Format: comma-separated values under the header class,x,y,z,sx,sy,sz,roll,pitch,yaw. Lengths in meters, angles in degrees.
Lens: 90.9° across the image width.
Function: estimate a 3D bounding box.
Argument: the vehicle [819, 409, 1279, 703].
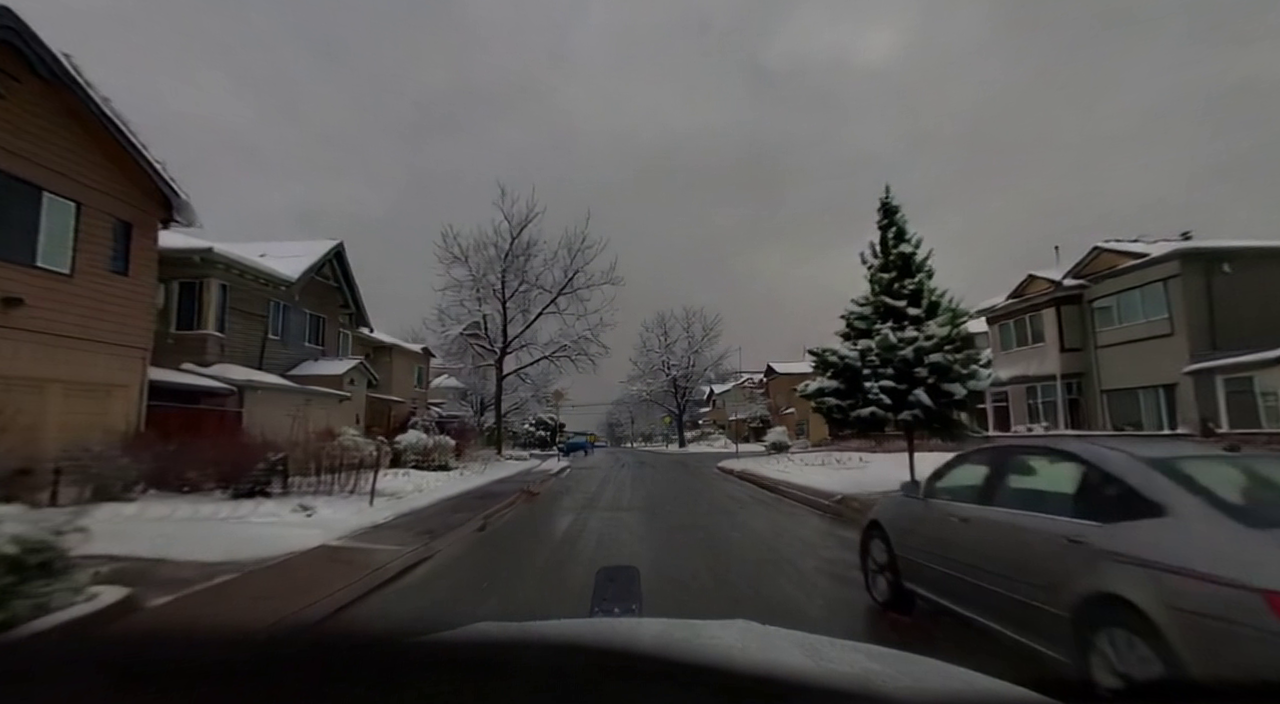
class,x,y,z,sx,sy,sz,roll,pitch,yaw
vehicle,2.878,1.227,4.281,1.955,1.498,4.046,0,-8,-3
